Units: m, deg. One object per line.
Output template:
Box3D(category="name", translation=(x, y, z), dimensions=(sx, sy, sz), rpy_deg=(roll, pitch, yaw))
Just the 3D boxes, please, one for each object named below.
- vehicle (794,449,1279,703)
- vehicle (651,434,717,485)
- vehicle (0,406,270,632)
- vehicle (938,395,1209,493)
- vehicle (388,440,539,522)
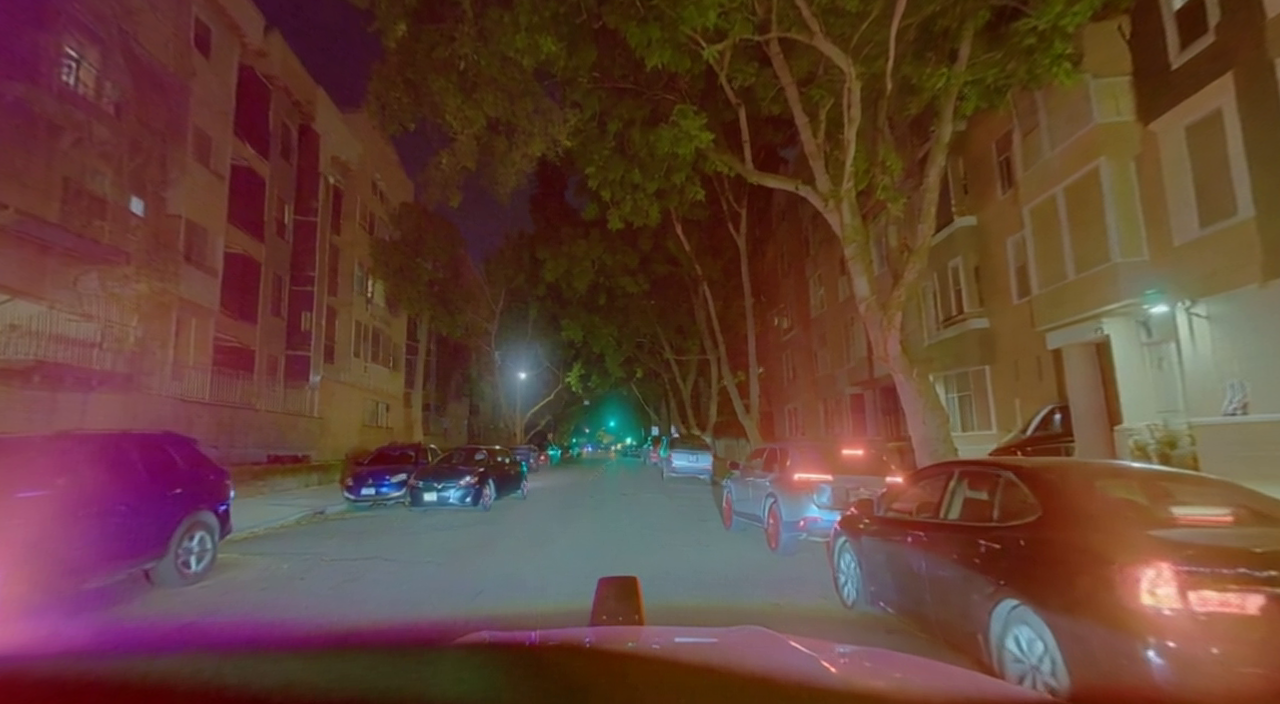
Box3D(category="vehicle", translation=(2.387, 1.262, 3.708), dimensions=(1.720, 1.333, 4.233), rpy_deg=(0, -8, -3))
Box3D(category="vehicle", translation=(1.501, 3.898, 23.204), dimensions=(1.878, 1.664, 4.033), rpy_deg=(1, -8, -4))
Box3D(category="vehicle", translation=(-6.591, 1.636, 6.409), dimensions=(2.308, 1.877, 6.060), rpy_deg=(-4, -8, -3))
Box3D(category="vehicle", translation=(9.316, 2.037, 13.911), dimensions=(4.416, 1.784, 1.929), rpy_deg=(-3, -10, -1))
Box3D(category="vehicle", translation=(-3.680, 2.749, 14.148), dimensions=(1.966, 1.515, 4.394), rpy_deg=(0, -8, 2))
